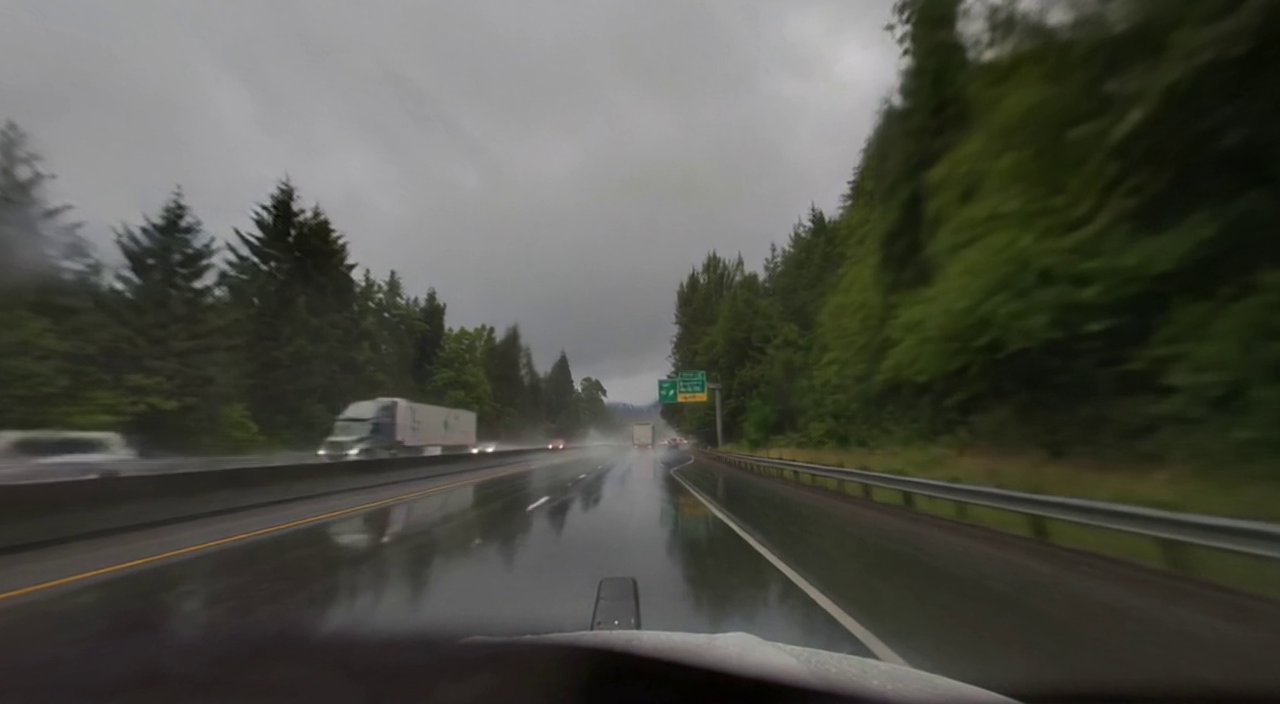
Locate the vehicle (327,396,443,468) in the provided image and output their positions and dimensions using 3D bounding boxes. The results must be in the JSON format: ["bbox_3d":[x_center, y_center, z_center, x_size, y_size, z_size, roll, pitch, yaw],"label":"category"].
[{"bbox_3d":[-15.341,5.016,39.033,2.921,3.864,9.988,-1,-8,0],"label":"vehicle"}]
